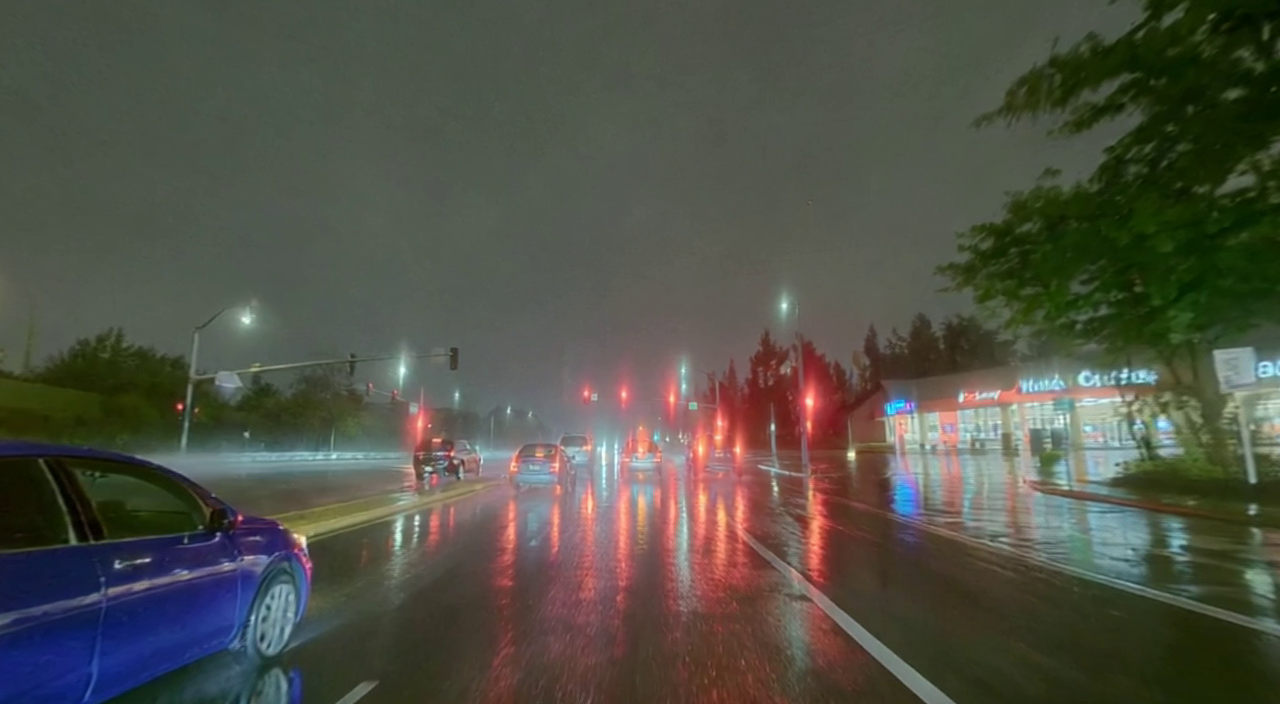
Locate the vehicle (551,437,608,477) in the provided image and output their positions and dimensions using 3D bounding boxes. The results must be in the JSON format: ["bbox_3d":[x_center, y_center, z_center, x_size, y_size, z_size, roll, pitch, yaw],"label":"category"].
[{"bbox_3d":[-2.715,4.819,29.147,2.072,1.694,4.070,0,-9,2],"label":"vehicle"}]

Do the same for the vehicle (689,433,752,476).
[{"bbox_3d":[3.435,4.480,27.640,2.076,1.691,4.402,0,-9,-1],"label":"vehicle"}]

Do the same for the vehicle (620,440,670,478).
[{"bbox_3d":[0.215,4.659,27.617,2.032,1.499,3.994,0,-9,1],"label":"vehicle"}]

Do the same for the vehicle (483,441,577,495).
[{"bbox_3d":[-3.275,3.554,19.622,2.014,1.472,4.357,0,-9,2],"label":"vehicle"}]

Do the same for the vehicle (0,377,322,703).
[{"bbox_3d":[-3.132,0.758,1.385,2.249,1.517,4.951,0,-9,0],"label":"vehicle"}]
